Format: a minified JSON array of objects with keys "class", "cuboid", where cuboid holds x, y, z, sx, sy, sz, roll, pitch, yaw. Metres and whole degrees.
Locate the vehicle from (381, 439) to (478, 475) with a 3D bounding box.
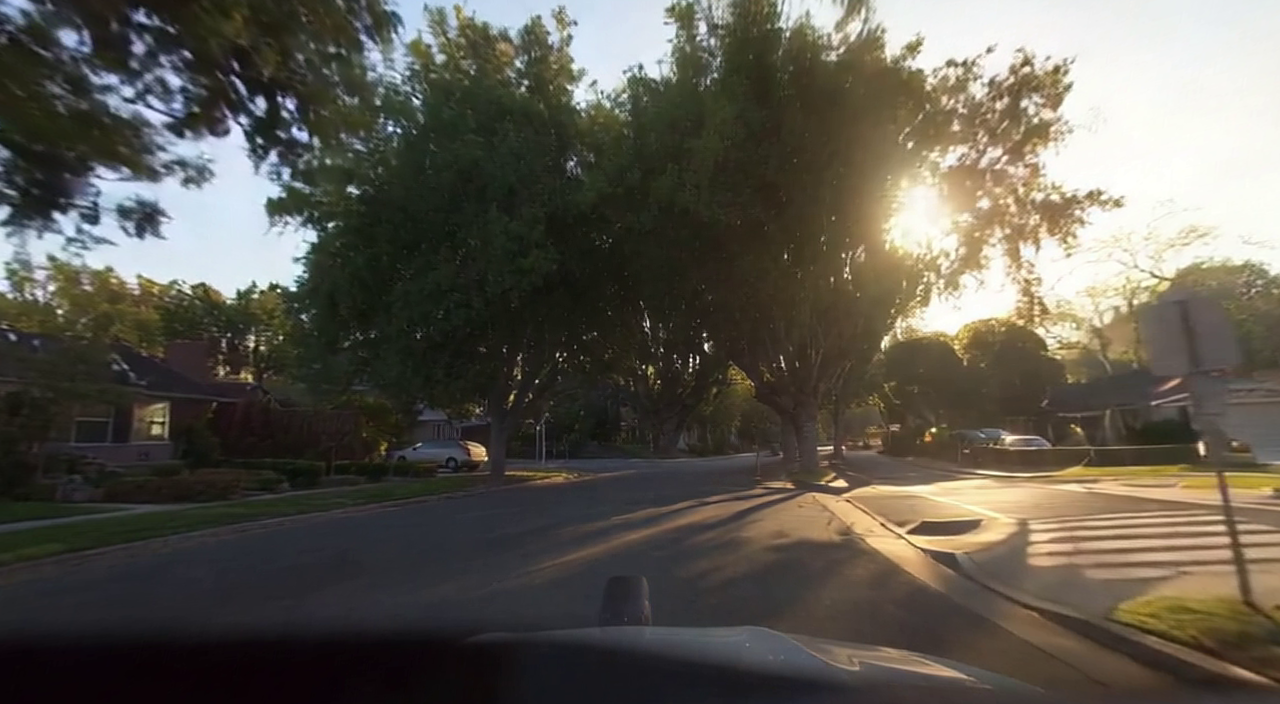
[{"class":"vehicle","cuboid":[-10.248,5.164,31.037,4.252,1.681,1.854,2,-9,-12]}]
